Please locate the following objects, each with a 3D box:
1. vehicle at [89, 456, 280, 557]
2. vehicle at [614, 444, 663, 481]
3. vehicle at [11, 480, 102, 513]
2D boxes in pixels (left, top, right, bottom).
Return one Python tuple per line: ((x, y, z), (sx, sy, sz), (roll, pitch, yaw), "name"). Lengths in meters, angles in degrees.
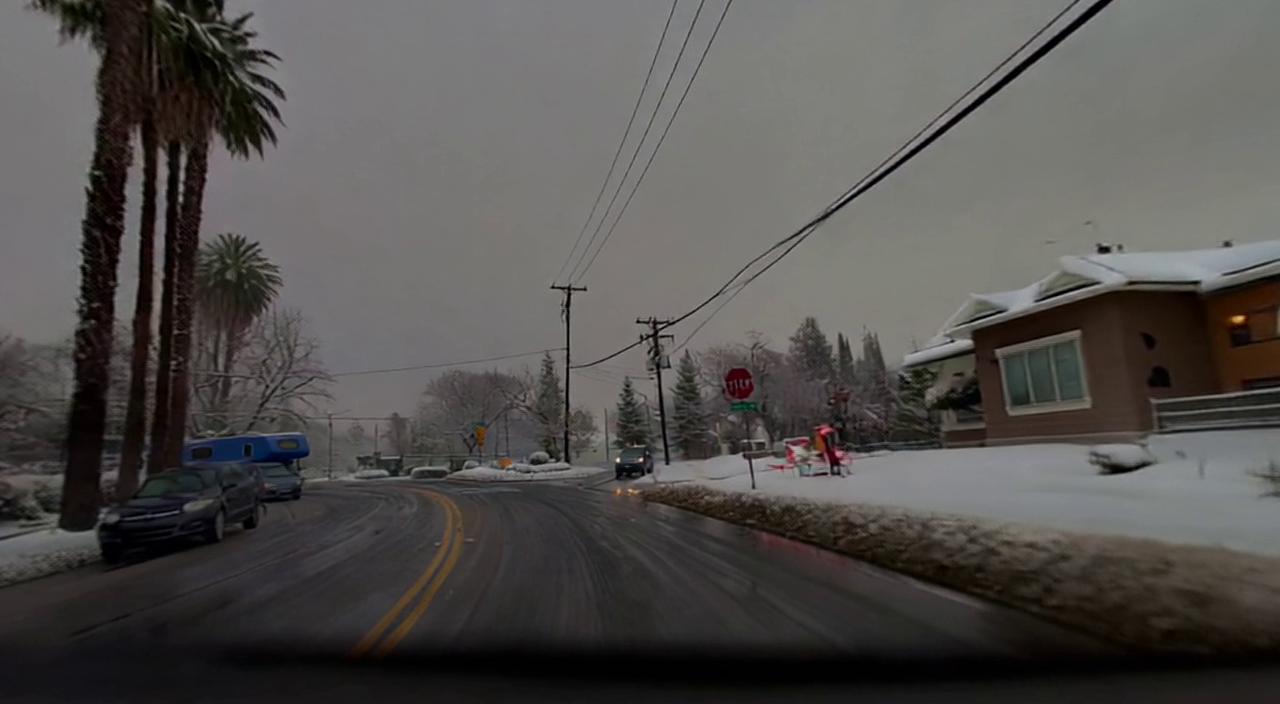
((-9.159, 3.034, 13.213), (2.085, 1.545, 4.340), (2, -8, -20), "vehicle")
((-0.190, 6.501, 37.692), (2.508, 1.887, 5.930), (0, -8, -4), "vehicle")
((-42.973, 10.589, 46.508), (5.757, 2.044, 2.213), (-3, -8, 18), "vehicle")
